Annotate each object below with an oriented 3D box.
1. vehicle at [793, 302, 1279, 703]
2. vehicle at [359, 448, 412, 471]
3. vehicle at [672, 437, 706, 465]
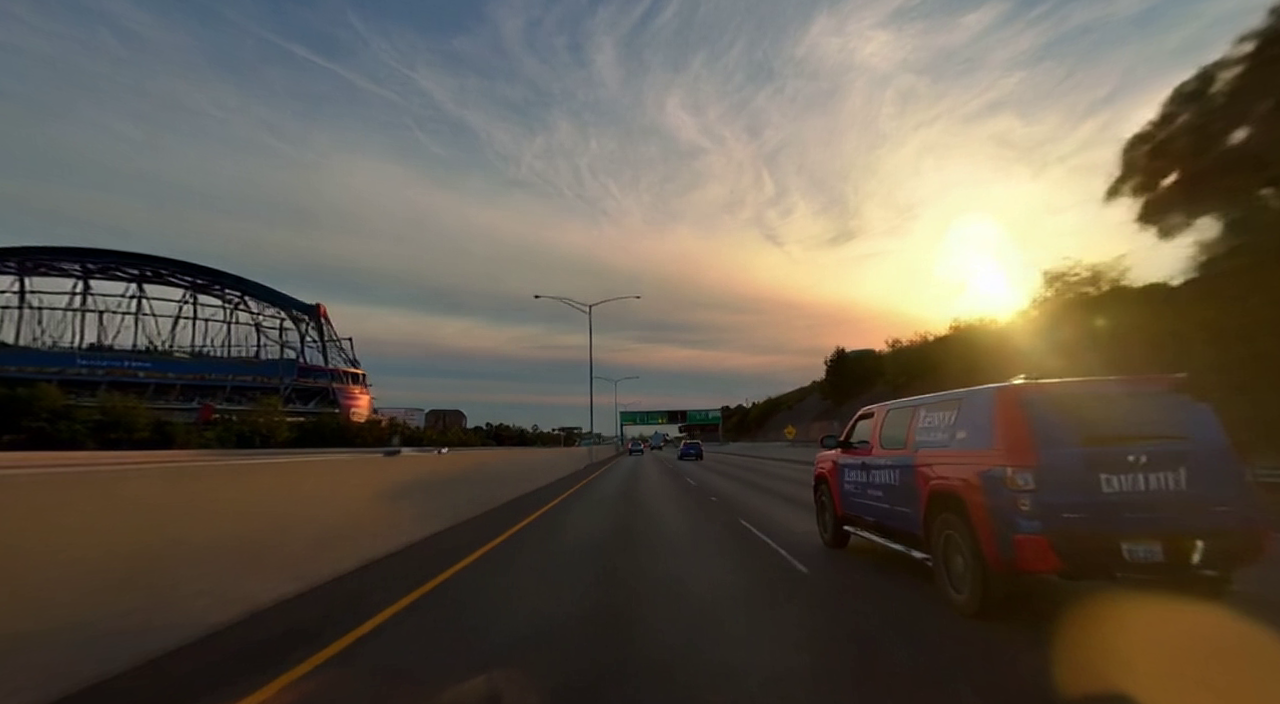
[{"bbox_3d":[3.078,1.107,5.433,2.199,2.002,4.970,0,-8,-1],"label":"vehicle"},{"bbox_3d":[-18.293,7.723,45.619,1.962,1.492,4.570,0,-8,-1],"label":"vehicle"},{"bbox_3d":[3.324,6.771,43.394,1.973,1.774,4.092,0,-9,-1],"label":"vehicle"}]
